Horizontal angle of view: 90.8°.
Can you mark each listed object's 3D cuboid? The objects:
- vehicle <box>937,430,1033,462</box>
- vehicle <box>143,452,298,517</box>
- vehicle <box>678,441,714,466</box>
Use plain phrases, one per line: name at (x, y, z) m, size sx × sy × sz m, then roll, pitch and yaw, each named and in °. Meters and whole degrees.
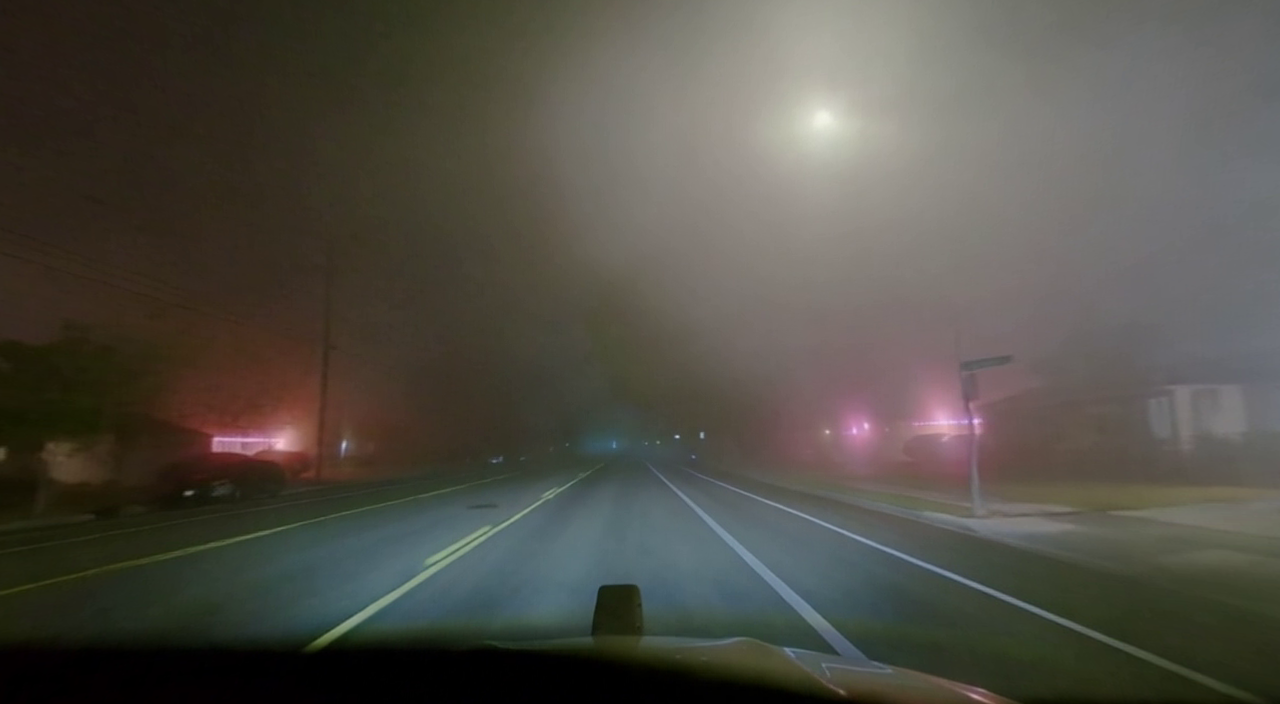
vehicle at (18.070, 4.926, 33.211) m, size 3.858 × 1.583 × 1.931 m, roll 0°, pitch -8°, yaw -2°
vehicle at (-12.905, 4.055, 19.873) m, size 1.936 × 1.504 × 4.456 m, roll -2°, pitch -7°, yaw -1°
vehicle at (3.963, 7.283, 45.489) m, size 2.045 × 1.677 × 4.509 m, roll 0°, pitch -8°, yaw -1°
